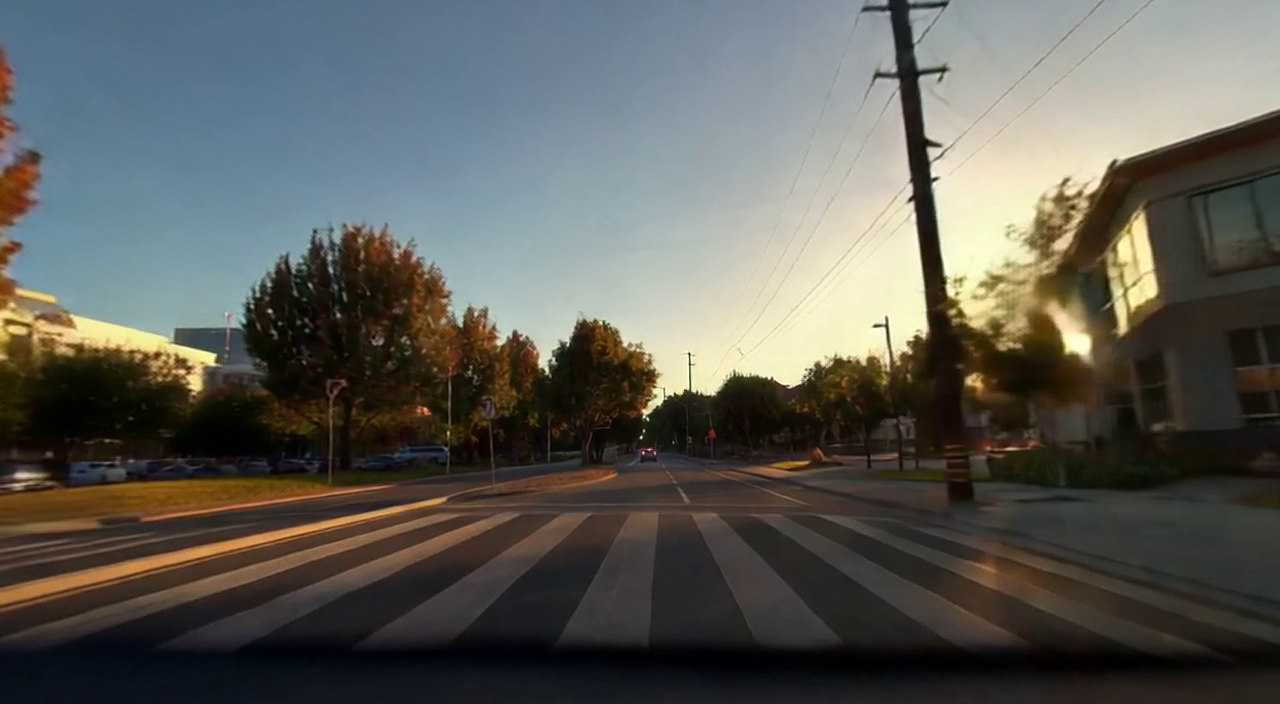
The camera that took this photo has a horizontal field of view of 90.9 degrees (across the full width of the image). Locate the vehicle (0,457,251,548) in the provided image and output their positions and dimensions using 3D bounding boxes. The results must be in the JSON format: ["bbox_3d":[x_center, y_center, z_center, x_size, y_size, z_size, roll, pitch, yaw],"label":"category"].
[{"bbox_3d":[-10.890,3.140,13.829,1.813,1.578,4.332,-1,-8,2],"label":"vehicle"}]
